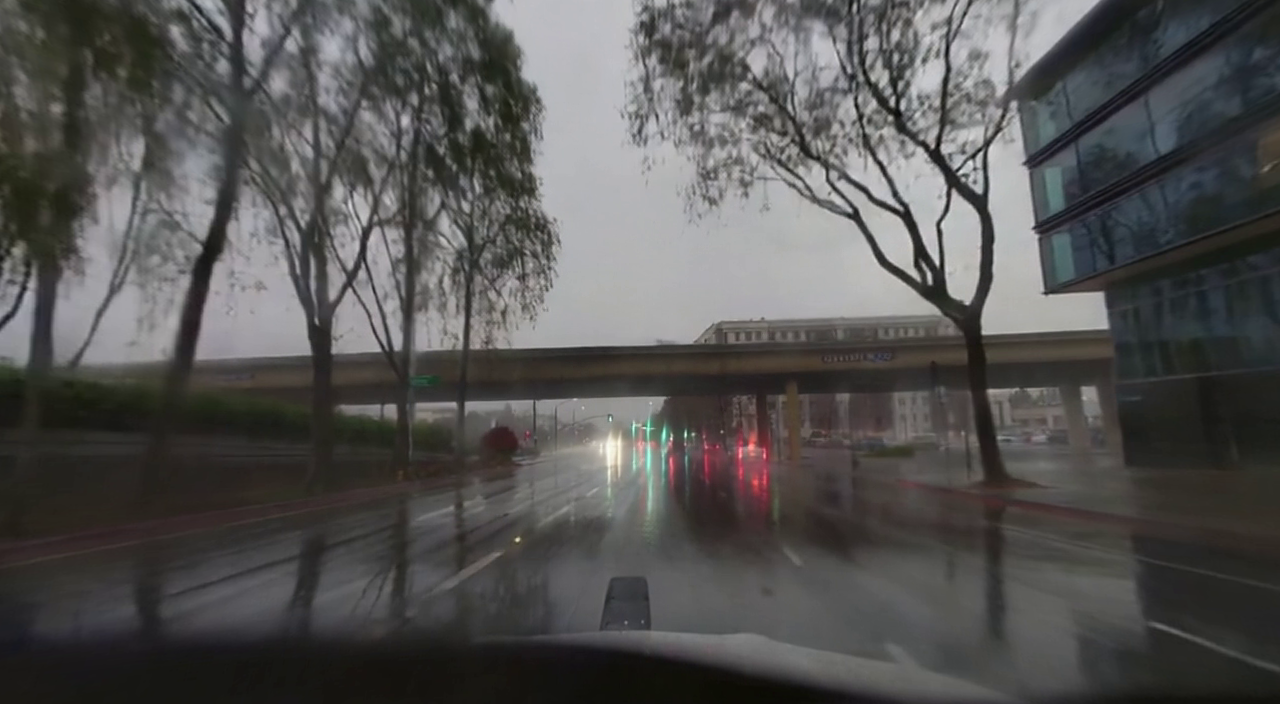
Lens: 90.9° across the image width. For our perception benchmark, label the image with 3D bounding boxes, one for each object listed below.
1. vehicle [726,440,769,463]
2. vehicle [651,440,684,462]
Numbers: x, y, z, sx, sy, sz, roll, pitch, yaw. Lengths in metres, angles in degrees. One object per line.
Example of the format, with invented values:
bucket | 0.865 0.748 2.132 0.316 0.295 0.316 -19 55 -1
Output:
vehicle | 7.348 6.854 43.486 2.035 1.435 4.481 0 -8 -1
vehicle | 1.976 7.144 45.587 2.280 1.475 4.051 -1 -8 2
